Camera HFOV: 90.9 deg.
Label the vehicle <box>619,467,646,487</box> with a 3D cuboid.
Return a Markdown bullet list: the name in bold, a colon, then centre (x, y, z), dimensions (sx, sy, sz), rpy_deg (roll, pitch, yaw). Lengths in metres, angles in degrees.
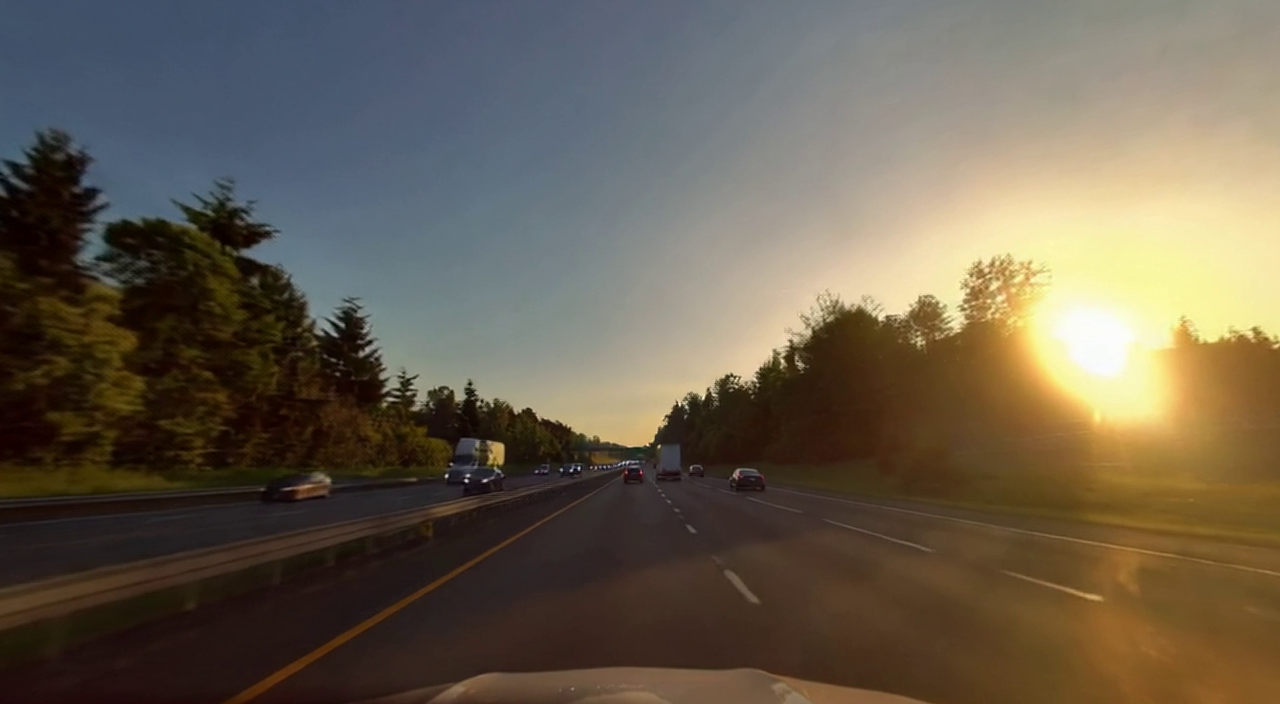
- **vehicle**: centre (-0.606, 9.874, 49.839), dimensions (2.025, 1.452, 3.927), rpy_deg (1, -11, -1)

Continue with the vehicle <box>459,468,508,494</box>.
- **vehicle**: centre (-9.782, 8.099, 39.771), dimensions (1.931, 1.502, 4.561), rpy_deg (1, -11, -1)

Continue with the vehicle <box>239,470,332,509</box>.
- **vehicle**: centre (-14.589, 5.655, 26.148), dimensions (1.784, 1.434, 3.576), rpy_deg (1, -11, -1)

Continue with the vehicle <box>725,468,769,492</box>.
- **vehicle**: centre (6.939, 8.355, 41.306), dimensions (1.977, 1.494, 4.311), rpy_deg (1, -11, -2)
